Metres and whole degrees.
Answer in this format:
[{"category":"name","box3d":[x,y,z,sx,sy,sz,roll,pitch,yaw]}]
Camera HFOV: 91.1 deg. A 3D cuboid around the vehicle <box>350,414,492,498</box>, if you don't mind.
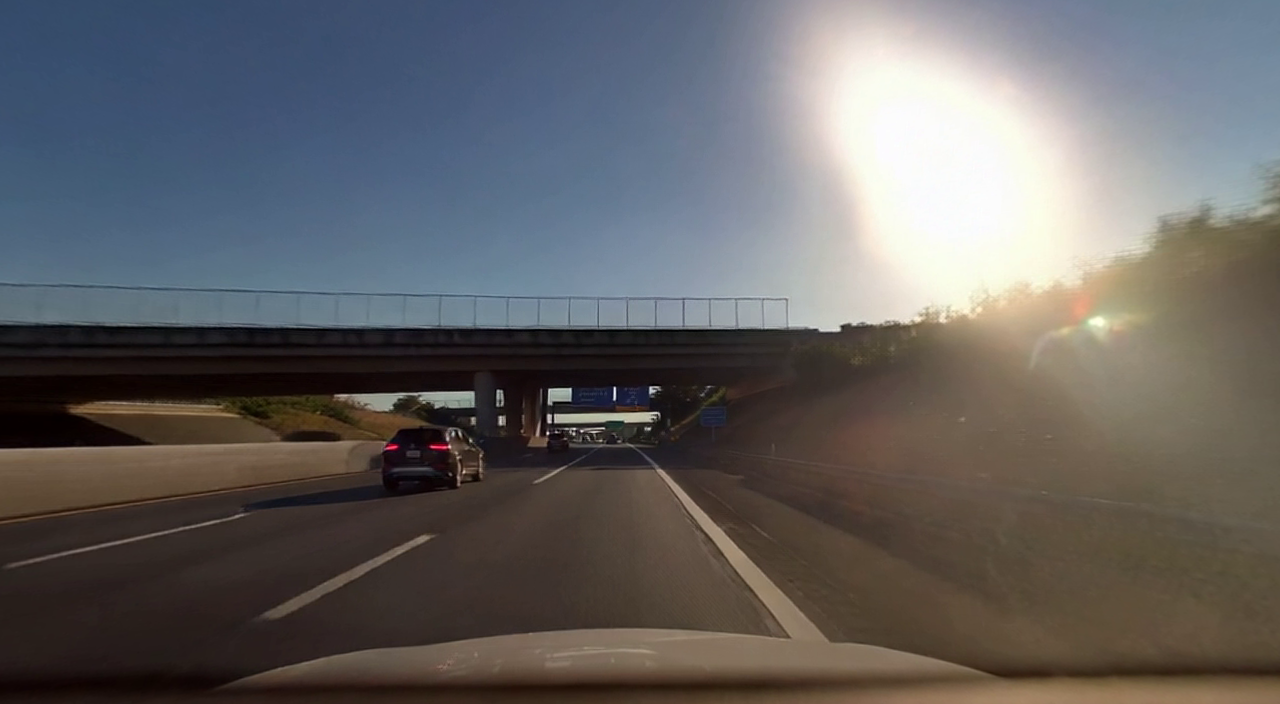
[{"category":"vehicle","box3d":[-5.072,2.450,15.251,2.007,1.727,4.040,0,-8,-1]}]
